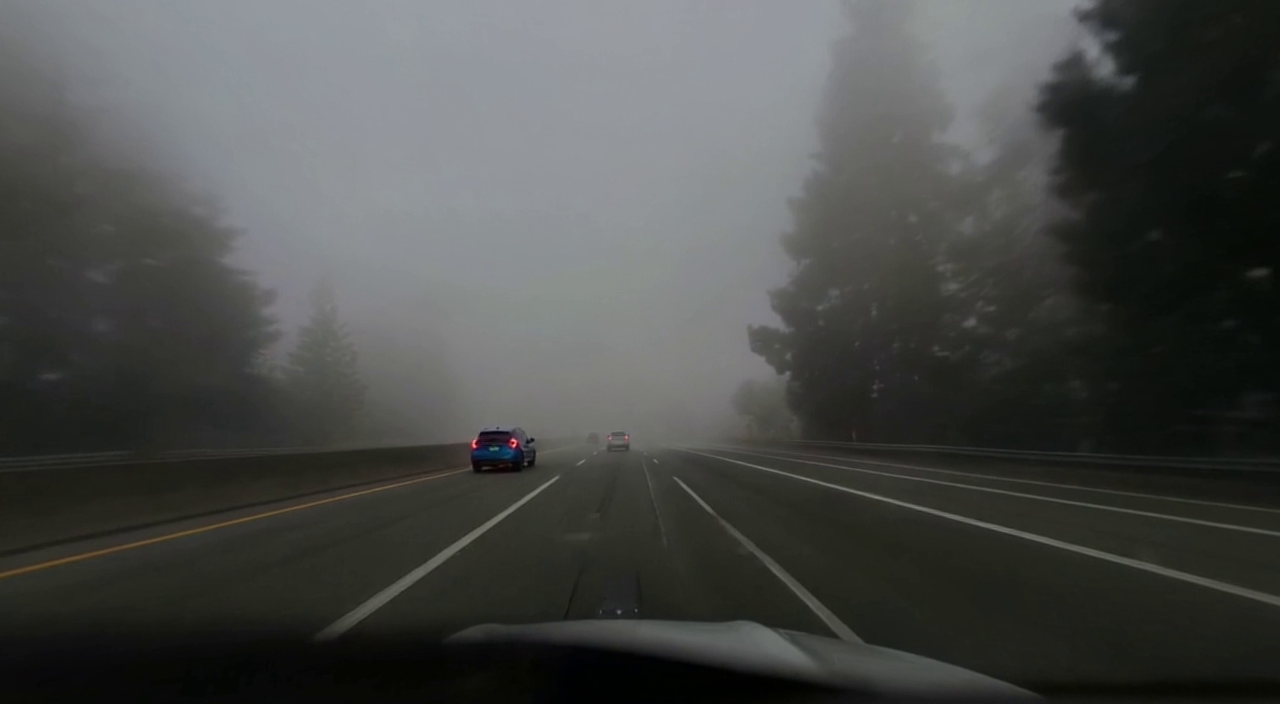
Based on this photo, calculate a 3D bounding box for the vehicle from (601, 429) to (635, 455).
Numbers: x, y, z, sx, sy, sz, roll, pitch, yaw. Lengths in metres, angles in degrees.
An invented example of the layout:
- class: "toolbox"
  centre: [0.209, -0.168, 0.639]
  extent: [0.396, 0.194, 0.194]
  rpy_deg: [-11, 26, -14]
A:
- class: "vehicle"
  centre: [-1.424, 5.938, 41.755]
  extent: [2.116, 1.625, 4.004]
  rpy_deg: [0, -8, 0]

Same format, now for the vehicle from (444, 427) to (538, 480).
- class: "vehicle"
  centre: [-4.743, 3.288, 20.757]
  extent: [2.017, 1.537, 4.496]
  rpy_deg: [0, -8, 0]
